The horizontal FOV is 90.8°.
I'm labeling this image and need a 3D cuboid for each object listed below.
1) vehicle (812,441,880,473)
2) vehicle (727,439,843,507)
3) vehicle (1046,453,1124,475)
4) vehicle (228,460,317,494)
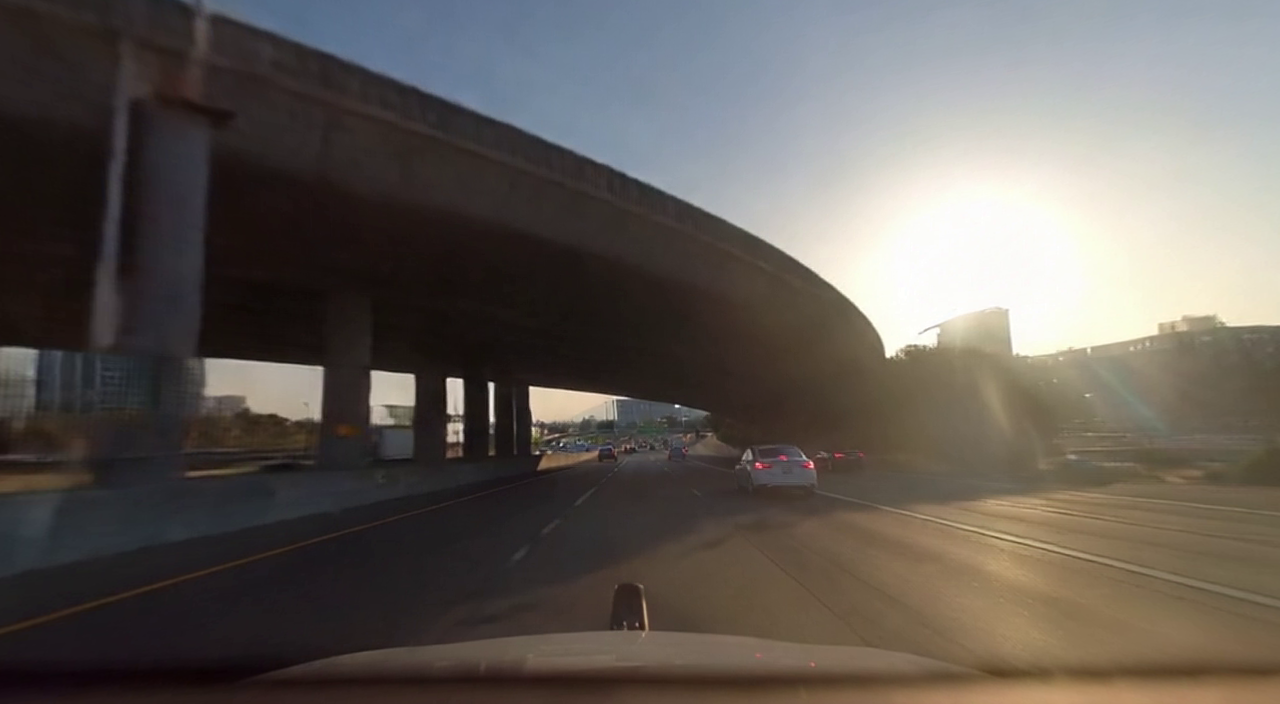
[{"bbox_3d":[10.754,5.505,33.297,2.019,1.529,4.385,0,-9,-1],"label":"vehicle"},{"bbox_3d":[3.572,3.057,16.403,1.961,1.504,4.094,0,-9,-1],"label":"vehicle"},{"bbox_3d":[34.184,8.602,48.682,1.968,1.610,4.771,2,-9,-12],"label":"vehicle"},{"bbox_3d":[-17.960,6.104,31.131,1.774,1.448,4.340,0,-9,0],"label":"vehicle"}]
